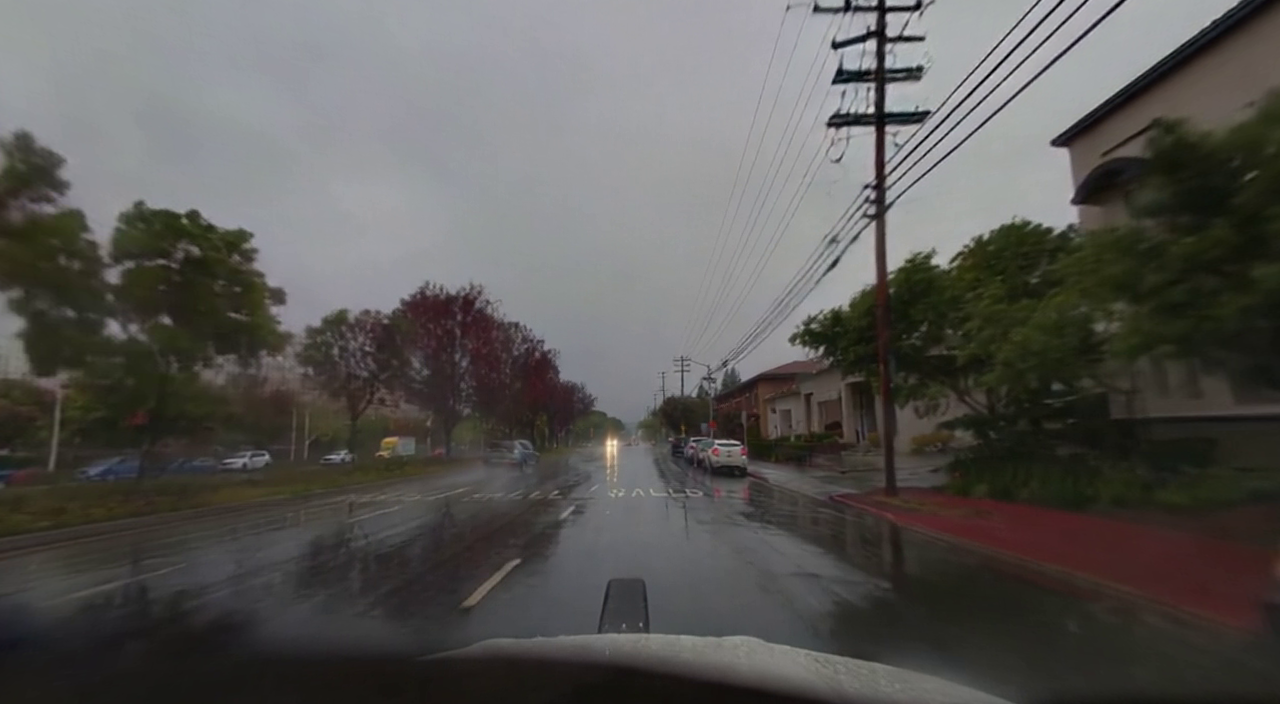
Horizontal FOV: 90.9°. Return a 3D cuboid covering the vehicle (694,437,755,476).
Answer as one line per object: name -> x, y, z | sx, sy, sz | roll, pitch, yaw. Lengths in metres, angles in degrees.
vehicle -> 3.665, 4.606, 28.087 | 2.048, 1.556, 4.753 | 0, -8, 0

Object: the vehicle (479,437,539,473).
vehicle -> -6.517, 5.176, 31.950 | 2.000, 1.671, 4.497 | 0, -8, 1

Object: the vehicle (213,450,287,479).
vehicle -> -25.752, 7.405, 41.851 | 1.959, 1.707, 4.481 | 0, -8, 0

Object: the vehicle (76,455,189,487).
vehicle -> -25.807, 6.054, 32.314 | 1.935, 1.487, 4.600 | -1, -10, 0

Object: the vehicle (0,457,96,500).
vehicle -> -25.860, 5.359, 26.635 | 1.857, 1.472, 4.422 | -4, -7, 1
